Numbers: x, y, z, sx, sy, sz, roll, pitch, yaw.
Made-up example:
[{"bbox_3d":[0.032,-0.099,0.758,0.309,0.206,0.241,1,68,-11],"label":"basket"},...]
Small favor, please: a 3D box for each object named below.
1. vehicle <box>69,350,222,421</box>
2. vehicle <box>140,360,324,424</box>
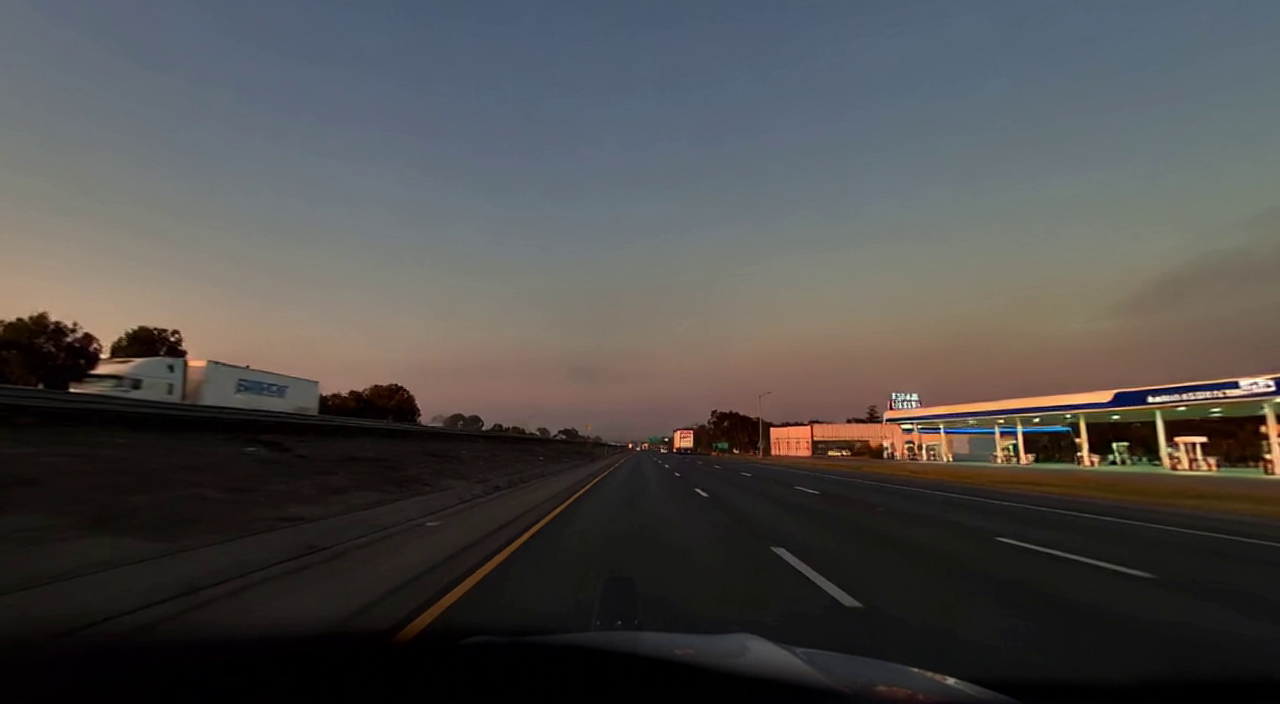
[{"bbox_3d":[-28.368,2.151,36.793,2.962,3.493,7.203,-1,-8,0],"label":"vehicle"},{"bbox_3d":[-28.448,3.322,45.887,2.890,3.470,16.042,-1,-8,0],"label":"vehicle"}]
